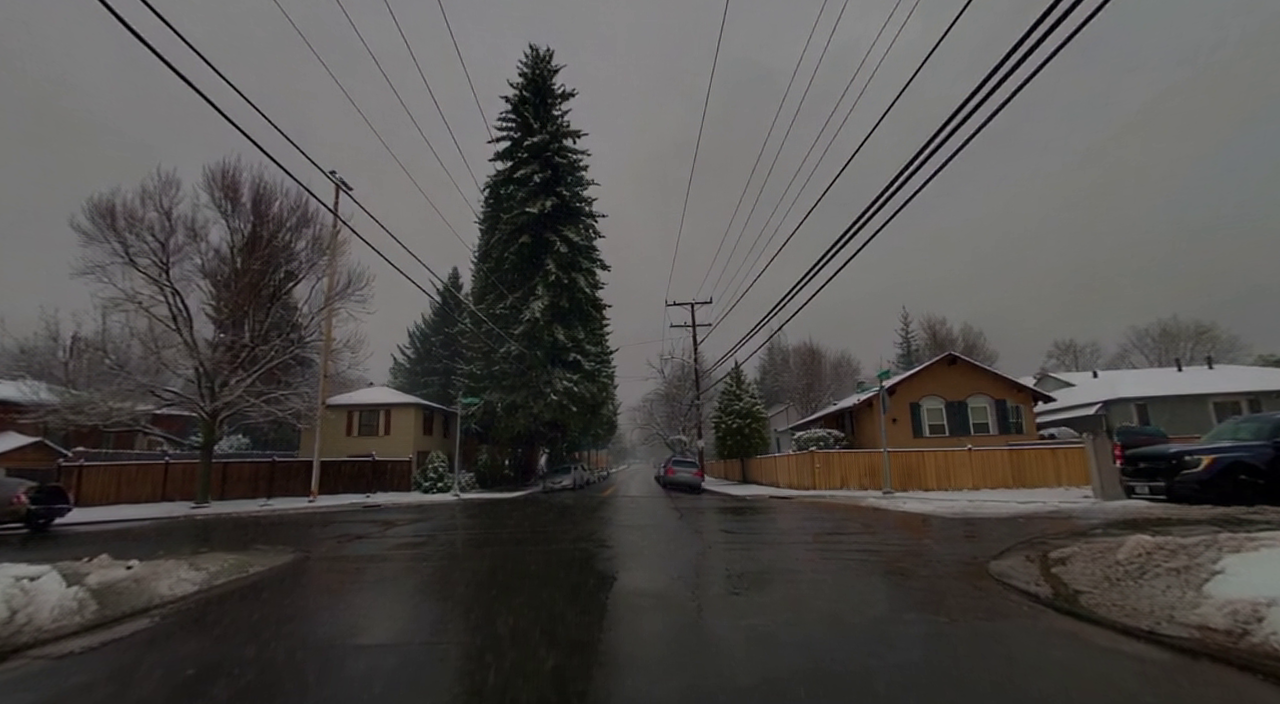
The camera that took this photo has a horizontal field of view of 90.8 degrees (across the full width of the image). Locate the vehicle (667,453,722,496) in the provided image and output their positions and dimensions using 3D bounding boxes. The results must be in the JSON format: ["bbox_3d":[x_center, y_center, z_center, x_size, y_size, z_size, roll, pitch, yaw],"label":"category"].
[{"bbox_3d":[2.586,5.957,31.075,2.051,1.874,4.459,0,-8,-3],"label":"vehicle"}]

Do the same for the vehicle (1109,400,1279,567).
[{"bbox_3d":[9.694,1.689,8.565,4.677,1.949,2.334,-1,-8,3],"label":"vehicle"}]

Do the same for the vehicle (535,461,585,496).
[{"bbox_3d":[-4.295,6.933,34.647,2.189,1.771,4.571,0,-11,-1],"label":"vehicle"}]
